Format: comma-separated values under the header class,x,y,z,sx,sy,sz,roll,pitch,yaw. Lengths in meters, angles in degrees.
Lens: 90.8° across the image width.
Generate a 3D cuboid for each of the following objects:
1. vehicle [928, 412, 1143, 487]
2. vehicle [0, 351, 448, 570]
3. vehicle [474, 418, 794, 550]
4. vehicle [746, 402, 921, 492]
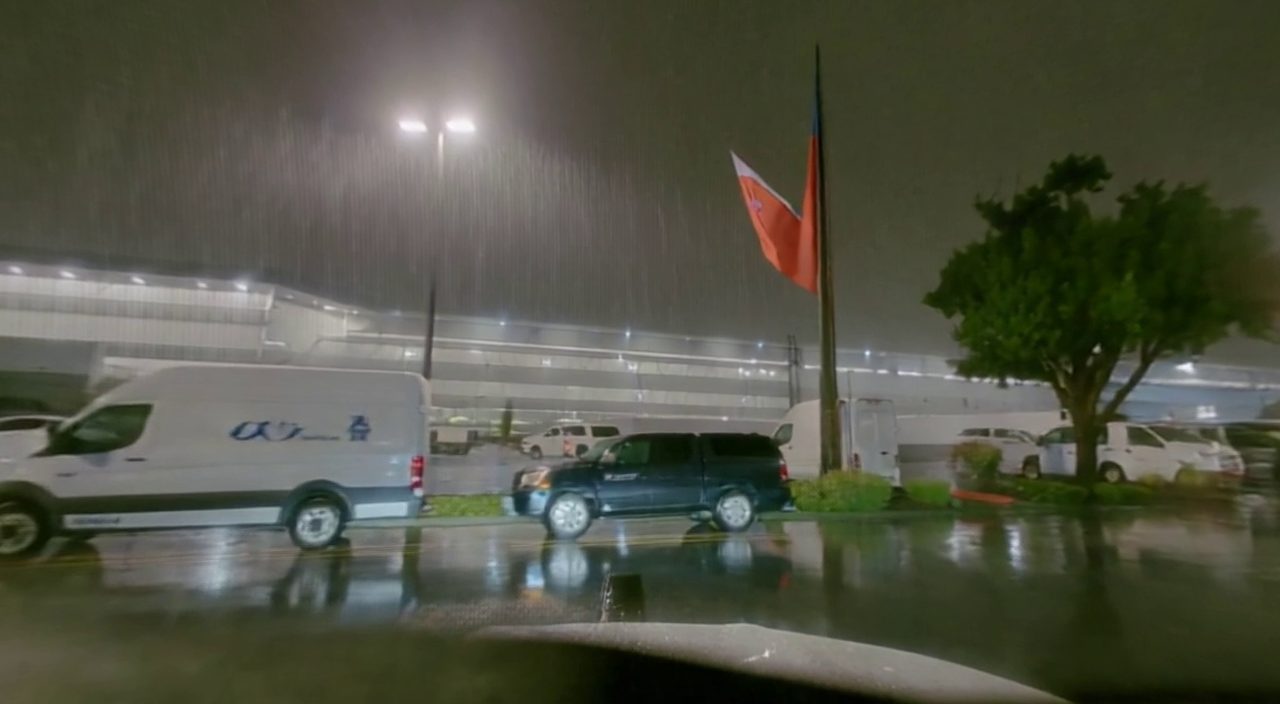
class,x,y,z,sx,sy,sz,roll,pitch,yaw
vehicle,13.229,3.328,21.973,2.228,2.126,6.632,0,-8,-11
vehicle,-6.145,1.586,9.652,5.899,2.757,2.257,2,-9,-13
vehicle,-0.170,2.137,10.750,4.992,1.894,2.043,2,-8,-13
vehicle,5.621,2.934,19.637,2.491,2.324,5.986,2,-9,-12
